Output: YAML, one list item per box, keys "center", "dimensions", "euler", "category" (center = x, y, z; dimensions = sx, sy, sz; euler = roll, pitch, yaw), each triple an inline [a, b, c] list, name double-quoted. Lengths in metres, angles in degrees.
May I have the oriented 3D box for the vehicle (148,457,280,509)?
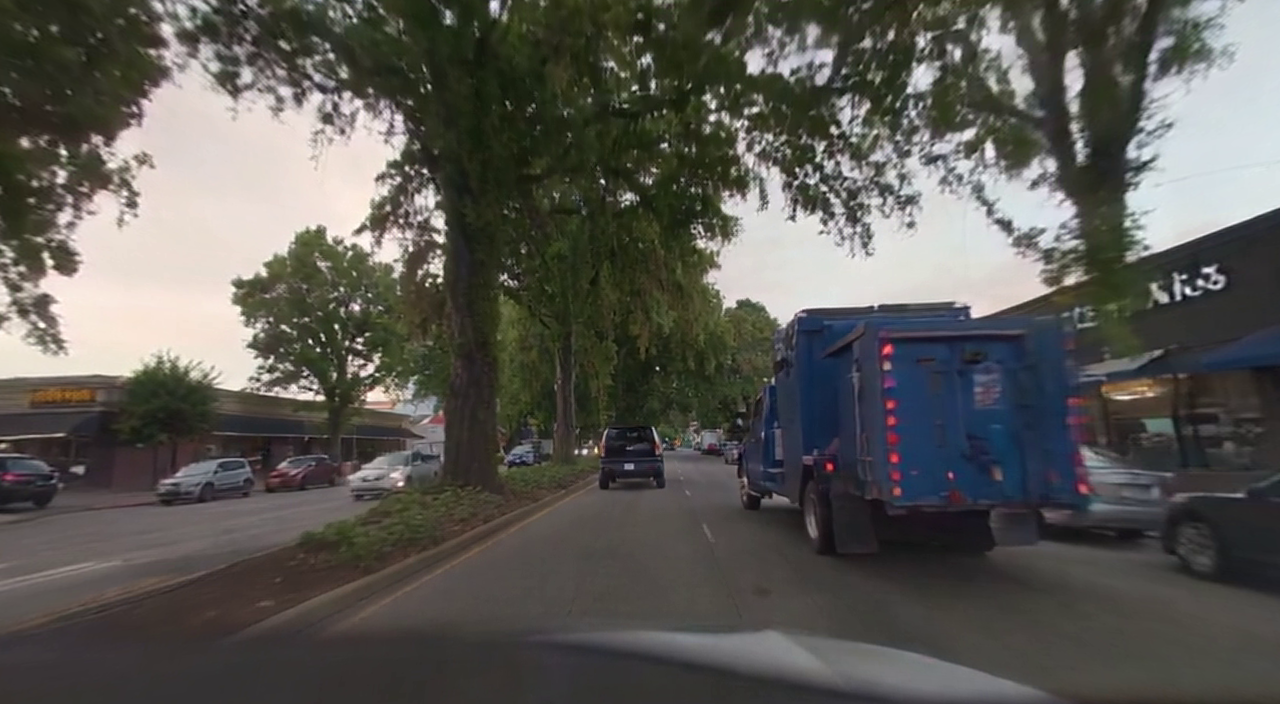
- center: [-15.695, 4.796, 23.625]
  dimensions: [1.841, 1.567, 4.413]
  euler: [-3, -8, 1]
  category: "vehicle"

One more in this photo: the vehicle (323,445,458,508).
- center: [-6.913, 3.461, 18.126]
  dimensions: [2.056, 1.534, 4.645]
  euler: [0, -8, -1]
  category: "vehicle"

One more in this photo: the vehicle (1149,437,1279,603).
- center: [6.850, 1.461, 5.219]
  dimensions: [1.929, 1.522, 4.158]
  euler: [-1, -8, 3]
  category: "vehicle"

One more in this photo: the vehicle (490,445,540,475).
- center: [-7.353, 6.386, 37.652]
  dimensions: [1.937, 1.641, 4.575]
  euler: [0, -8, 1]
  category: "vehicle"

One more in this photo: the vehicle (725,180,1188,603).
- center: [3.895, 1.253, 12.699]
  dimensions: [3.007, 4.206, 12.913]
  euler: [0, -9, 2]
  category: "vehicle"

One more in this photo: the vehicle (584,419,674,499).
- center: [-0.153, 3.100, 18.685]
  dimensions: [2.293, 2.036, 4.853]
  euler: [-1, -8, 3]
  category: "vehicle"
